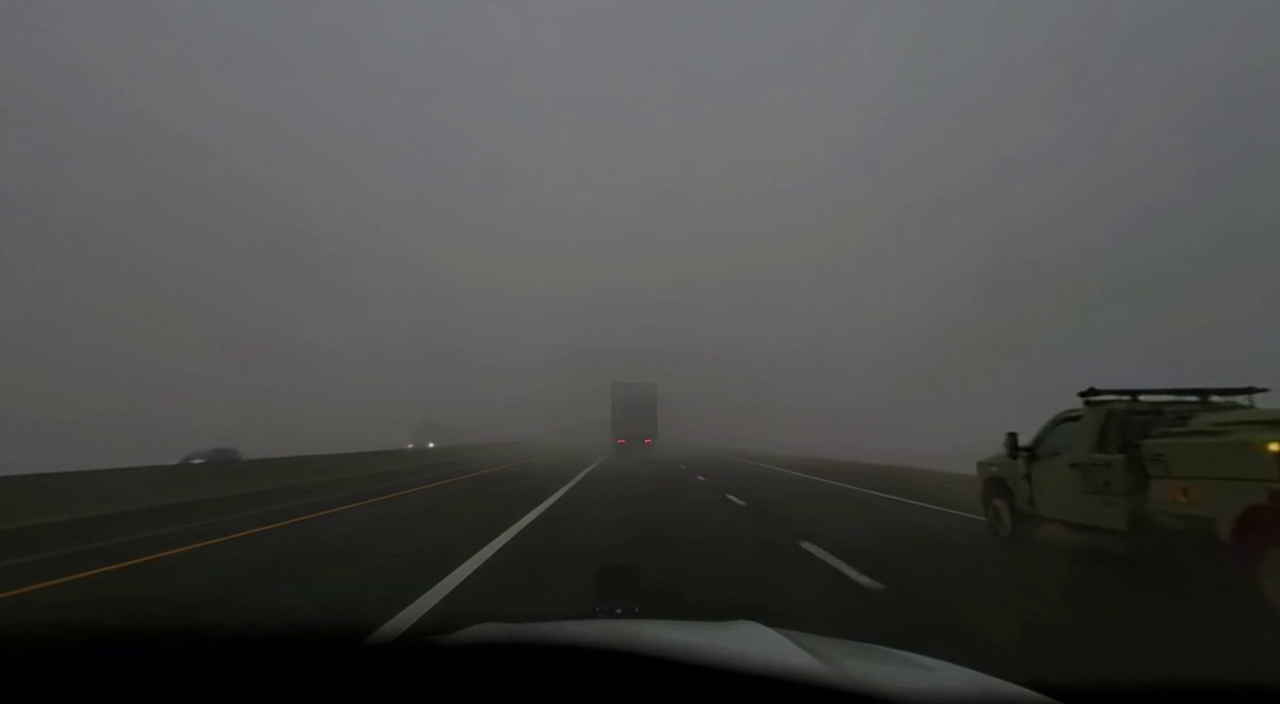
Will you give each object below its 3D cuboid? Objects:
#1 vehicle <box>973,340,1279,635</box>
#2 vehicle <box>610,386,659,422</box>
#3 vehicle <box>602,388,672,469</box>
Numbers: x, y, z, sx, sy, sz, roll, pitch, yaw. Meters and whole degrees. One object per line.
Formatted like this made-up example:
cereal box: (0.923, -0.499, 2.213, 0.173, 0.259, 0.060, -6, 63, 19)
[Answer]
vehicle: (5.032, 0.997, 5.058, 2.091, 1.829, 4.625, 0, -8, -1)
vehicle: (-0.236, 2.475, 29.231, 2.112, 1.472, 4.240, 0, -8, 0)
vehicle: (-0.340, 4.032, 33.384, 2.953, 3.406, 13.372, 1, -7, -2)
